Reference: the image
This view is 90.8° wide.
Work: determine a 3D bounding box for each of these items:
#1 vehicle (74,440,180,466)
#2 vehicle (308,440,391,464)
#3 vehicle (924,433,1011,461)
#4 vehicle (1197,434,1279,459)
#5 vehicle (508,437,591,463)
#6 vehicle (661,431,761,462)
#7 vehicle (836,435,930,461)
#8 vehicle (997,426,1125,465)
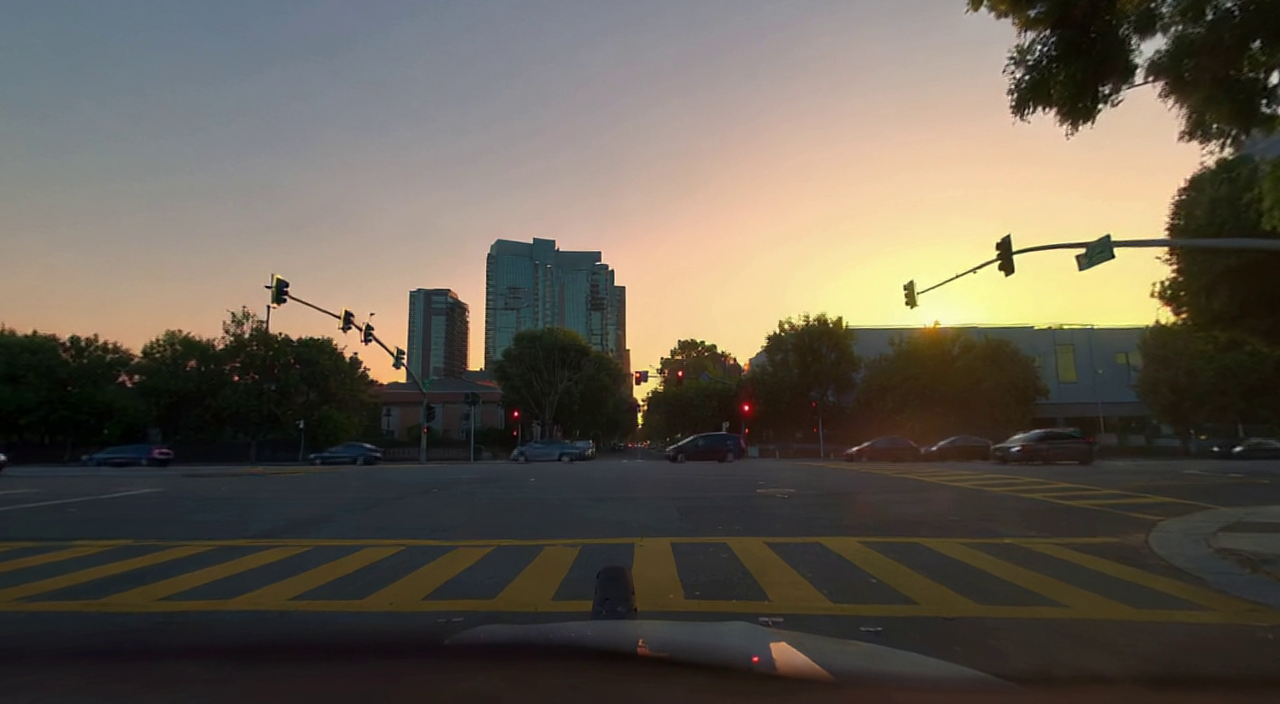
[{"bbox_3d":[-29.721,5.860,36.716,4.631,1.435,1.715,0,-9,0],"label":"vehicle"},{"bbox_3d":[-18.548,6.395,40.453,4.443,1.472,1.794,0,-9,0],"label":"vehicle"},{"bbox_3d":[21.031,6.110,40.647,4.488,1.667,1.869,0,-9,1],"label":"vehicle"},{"bbox_3d":[38.467,6.021,40.219,4.100,1.509,1.853,0,-9,0],"label":"vehicle"},{"bbox_3d":[-5.210,5.701,36.798,4.519,1.476,1.767,0,-9,0],"label":"vehicle"},{"bbox_3d":[4.420,6.006,40.086,6.133,1.833,2.155,-1,-9,2],"label":"vehicle"},{"bbox_3d":[14.188,5.651,37.080,4.724,1.452,1.870,0,-9,1],"label":"vehicle"},{"bbox_3d":[20.298,4.541,30.653,4.662,1.764,2.064,-1,-9,1],"label":"vehicle"}]
